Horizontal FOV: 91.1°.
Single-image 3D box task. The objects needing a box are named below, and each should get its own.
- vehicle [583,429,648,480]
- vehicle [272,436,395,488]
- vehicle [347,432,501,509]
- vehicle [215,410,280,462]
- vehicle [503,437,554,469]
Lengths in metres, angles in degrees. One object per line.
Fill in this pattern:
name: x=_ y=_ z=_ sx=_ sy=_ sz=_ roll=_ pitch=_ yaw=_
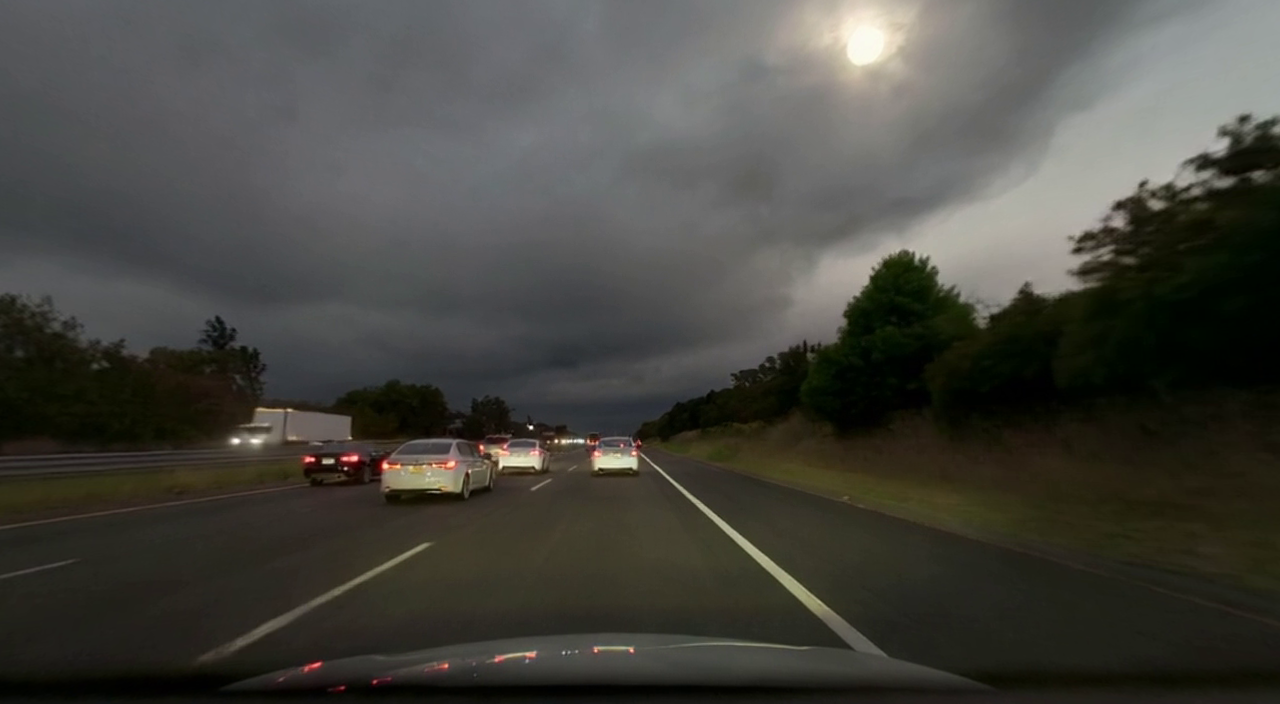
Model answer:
vehicle: x=-0.874 y=3.686 z=22.986 sx=2.178 sy=1.658 sz=3.916 roll=0 pitch=-8 yaw=-2
vehicle: x=-9.342 y=3.341 z=19.555 sx=1.850 sy=1.439 sz=3.932 roll=0 pitch=-8 yaw=0
vehicle: x=-4.642 y=2.569 z=14.319 sx=1.971 sy=1.464 sz=4.386 roll=0 pitch=-8 yaw=0
vehicle: x=-30.421 y=6.537 z=48.813 sx=2.981 sy=3.860 sz=2.886 roll=0 pitch=-8 yaw=-2
vehicle: x=-5.343 y=4.899 z=30.679 sx=1.835 sy=1.432 sz=3.835 roll=0 pitch=-8 yaw=-1
